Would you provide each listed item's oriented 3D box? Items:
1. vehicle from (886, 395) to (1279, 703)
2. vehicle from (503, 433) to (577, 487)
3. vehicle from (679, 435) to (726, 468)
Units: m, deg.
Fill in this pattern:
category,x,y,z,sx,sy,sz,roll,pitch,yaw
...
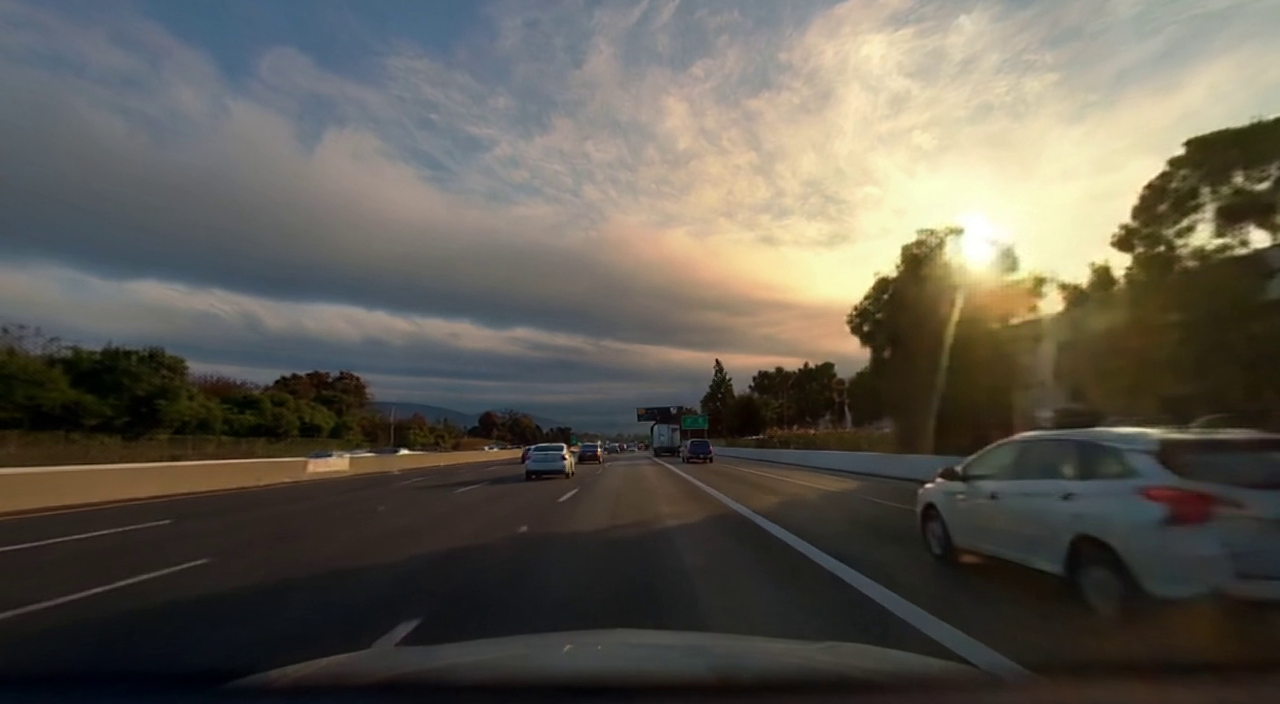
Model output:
category,x,y,z,sx,sy,sz,roll,pitch,yaw
vehicle,3.767,1.229,4.675,1.957,1.510,4.643,0,-8,-1
vehicle,-3.541,3.915,23.229,1.987,1.765,4.508,0,-8,0
vehicle,3.617,5.904,37.513,2.198,1.807,4.530,0,-8,-2
